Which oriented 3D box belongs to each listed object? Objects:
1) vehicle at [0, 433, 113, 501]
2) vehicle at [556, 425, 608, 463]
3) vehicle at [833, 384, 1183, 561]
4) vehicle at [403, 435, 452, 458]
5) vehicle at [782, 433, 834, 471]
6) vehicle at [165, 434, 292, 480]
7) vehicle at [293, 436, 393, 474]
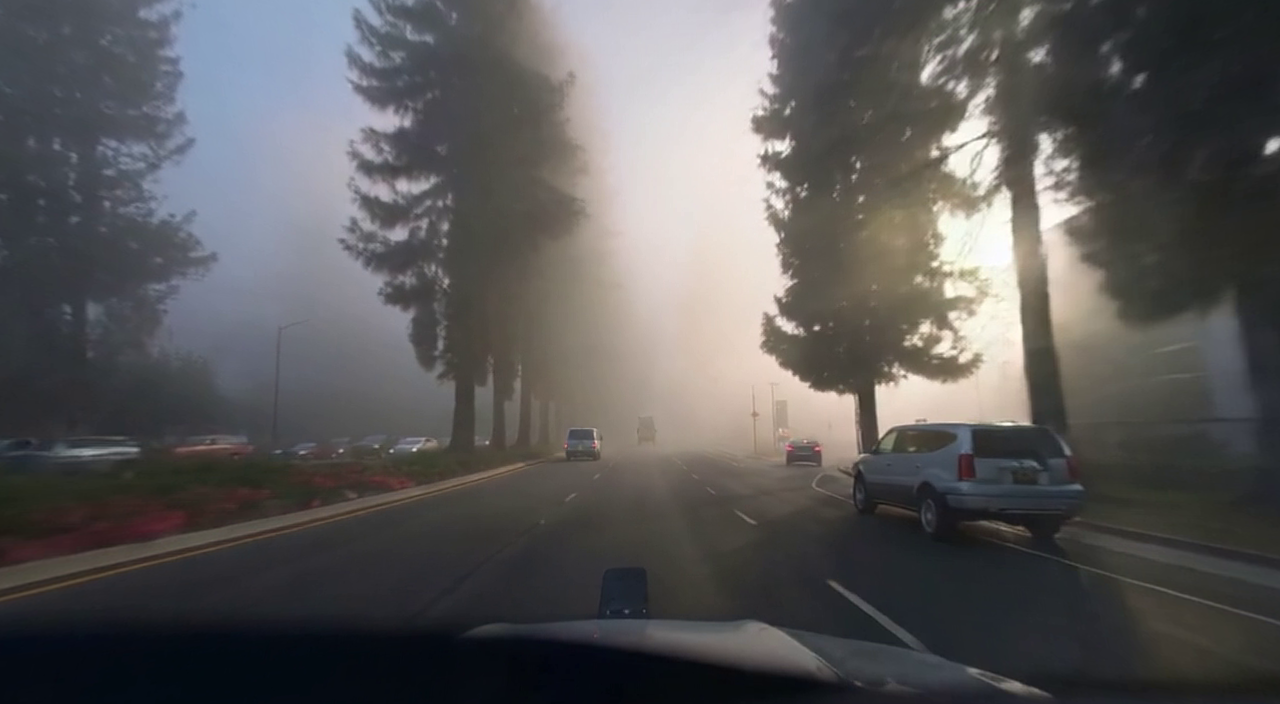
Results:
[{"bbox_3d":[-16.876,2.975,16.411,2.176,1.646,4.643,0,-8,1],"label":"vehicle"},{"bbox_3d":[-3.091,5.086,34.722,2.255,1.940,4.822,0,-8,2],"label":"vehicle"},{"bbox_3d":[5.111,1.818,10.264,2.381,2.008,5.971,-1,-8,4],"label":"vehicle"},{"bbox_3d":[-16.229,7.211,48.340,2.042,1.654,4.603,0,-8,1],"label":"vehicle"},{"bbox_3d":[8.470,5.087,32.115,2.280,1.757,4.572,-2,-9,12],"label":"vehicle"},{"bbox_3d":[-16.838,4.317,26.160,2.059,1.688,4.657,0,-8,1],"label":"vehicle"},{"bbox_3d":[-12.892,4.500,27.710,2.053,1.496,4.569,0,-8,2],"label":"vehicle"}]
